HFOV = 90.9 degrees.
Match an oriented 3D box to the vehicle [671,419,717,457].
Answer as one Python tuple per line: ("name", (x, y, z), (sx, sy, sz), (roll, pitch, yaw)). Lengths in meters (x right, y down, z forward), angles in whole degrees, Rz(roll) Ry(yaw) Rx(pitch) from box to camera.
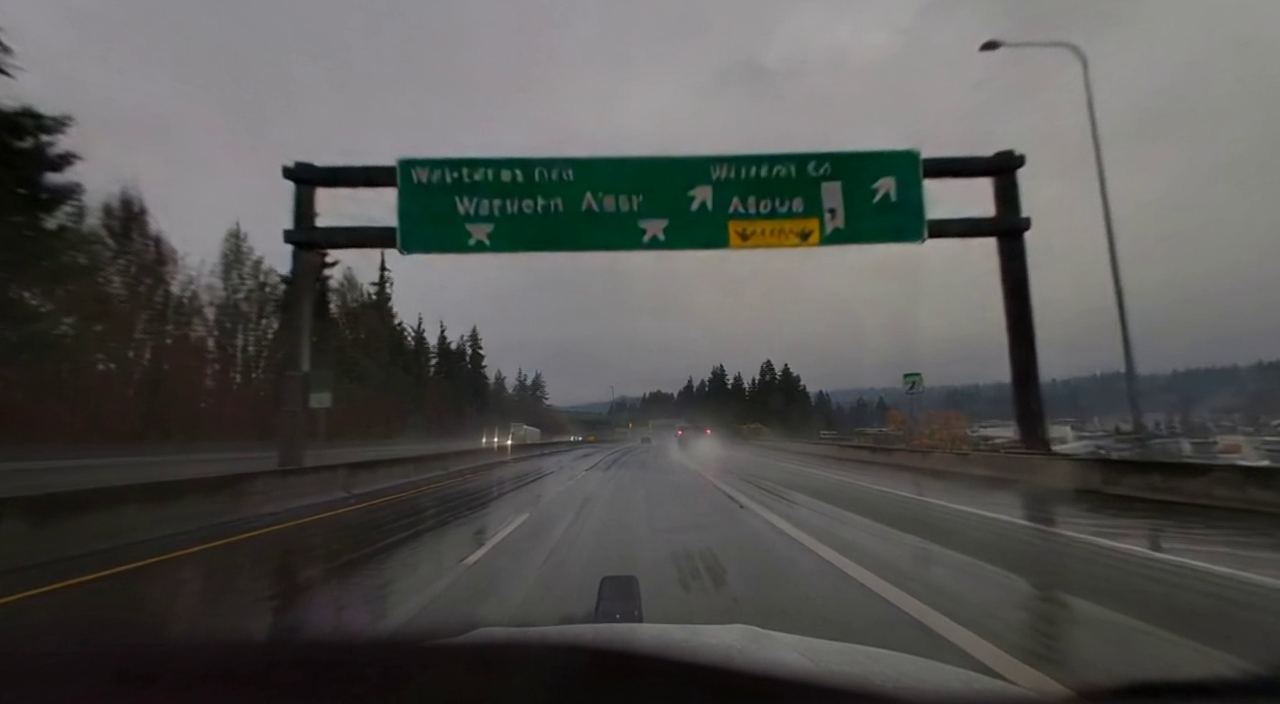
("vehicle", (3.377, 5.545, 40.633), (2.450, 2.314, 4.753), (0, -8, -1))
